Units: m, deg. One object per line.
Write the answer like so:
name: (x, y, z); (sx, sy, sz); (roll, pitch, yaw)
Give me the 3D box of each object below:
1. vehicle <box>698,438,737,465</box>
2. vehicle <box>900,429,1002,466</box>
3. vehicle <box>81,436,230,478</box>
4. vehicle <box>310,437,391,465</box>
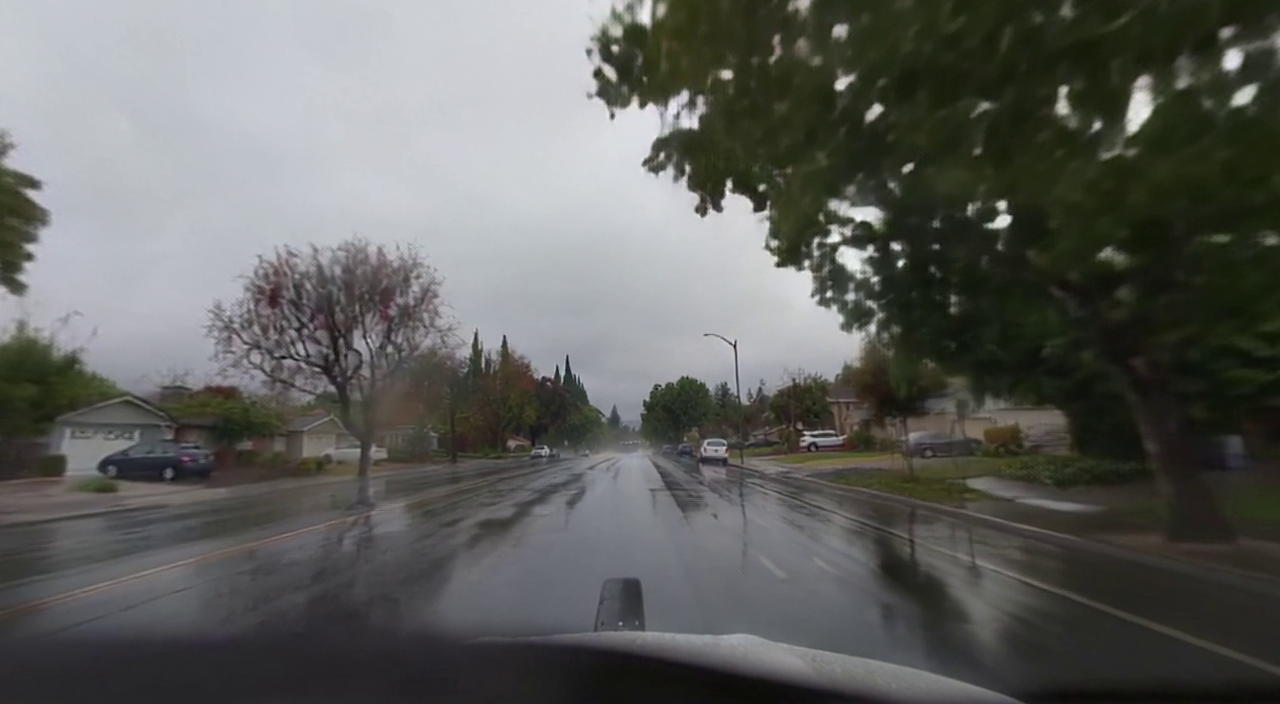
vehicle: (5.127, 6.671, 42.412); (2.001, 1.693, 4.311); (0, -8, -1)
vehicle: (15.445, 4.756, 31.538); (4.010, 1.751, 1.922); (-1, -8, 3)
vehicle: (-21.944, 4.773, 28.813); (4.889, 1.822, 2.159); (0, -8, -2)
vehicle: (-20.358, 6.992, 44.560); (4.564, 1.895, 2.221); (-1, -8, 6)
